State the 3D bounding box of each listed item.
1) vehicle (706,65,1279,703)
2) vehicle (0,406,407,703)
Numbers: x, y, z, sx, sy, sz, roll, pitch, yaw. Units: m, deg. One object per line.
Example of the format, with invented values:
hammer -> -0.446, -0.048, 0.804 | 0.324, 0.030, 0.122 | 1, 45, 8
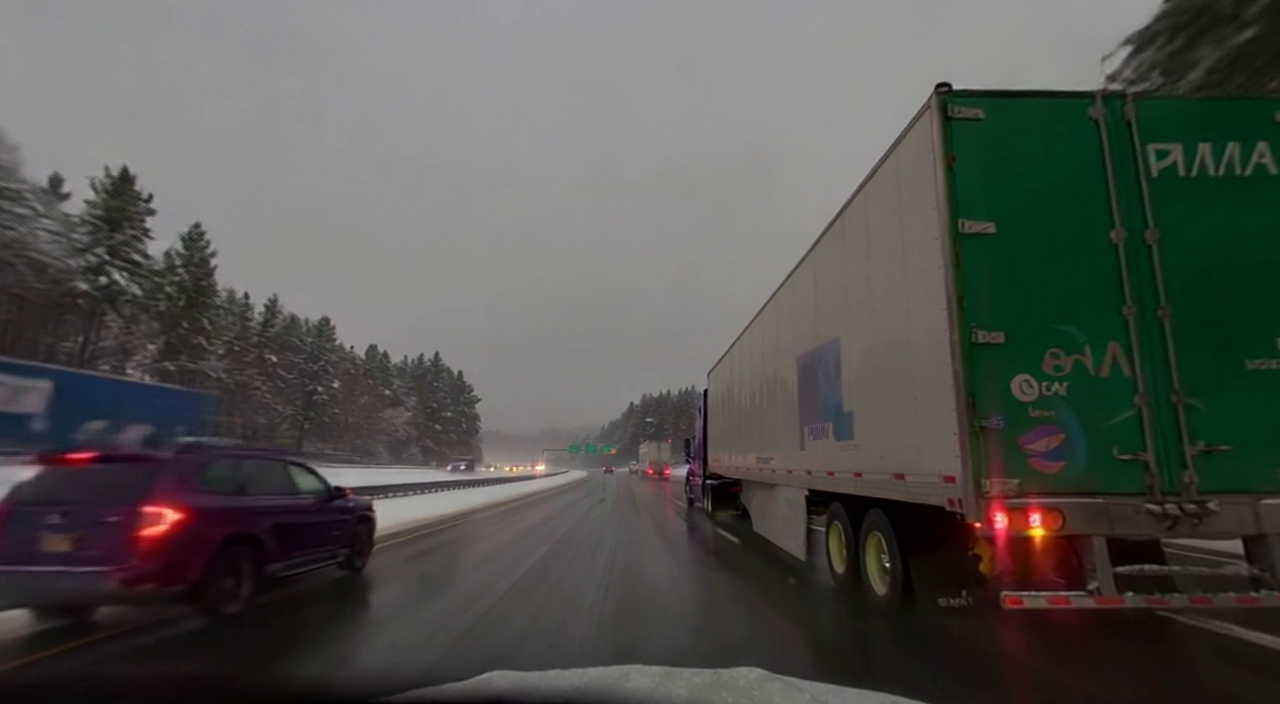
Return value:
vehicle -> 3.411, 1.312, 10.865 | 2.856, 4.040, 14.009 | 1, -11, -1
vehicle -> -4.025, 1.501, 5.548 | 2.010, 1.580, 4.949 | 1, -11, 0
